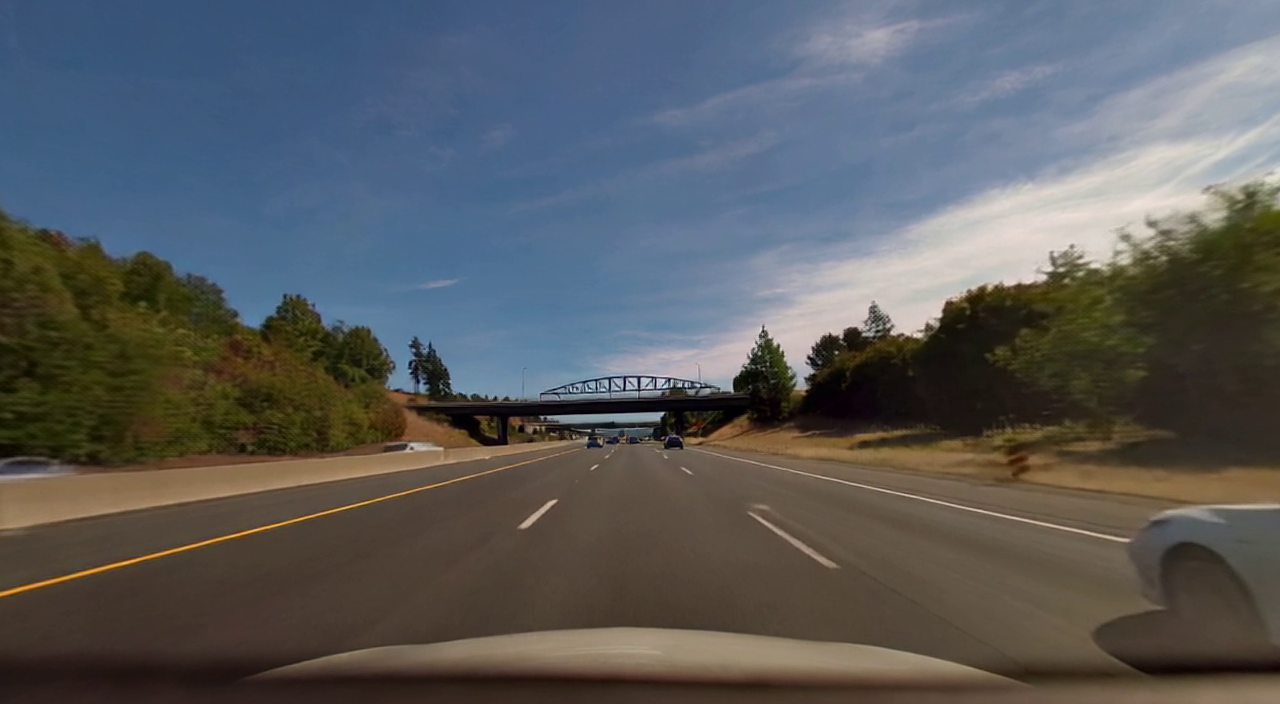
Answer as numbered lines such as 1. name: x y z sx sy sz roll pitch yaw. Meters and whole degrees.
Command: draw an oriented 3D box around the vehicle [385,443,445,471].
1. vehicle: -13.071 6.077 36.842 1.885 1.481 4.510 0 -8 -1
